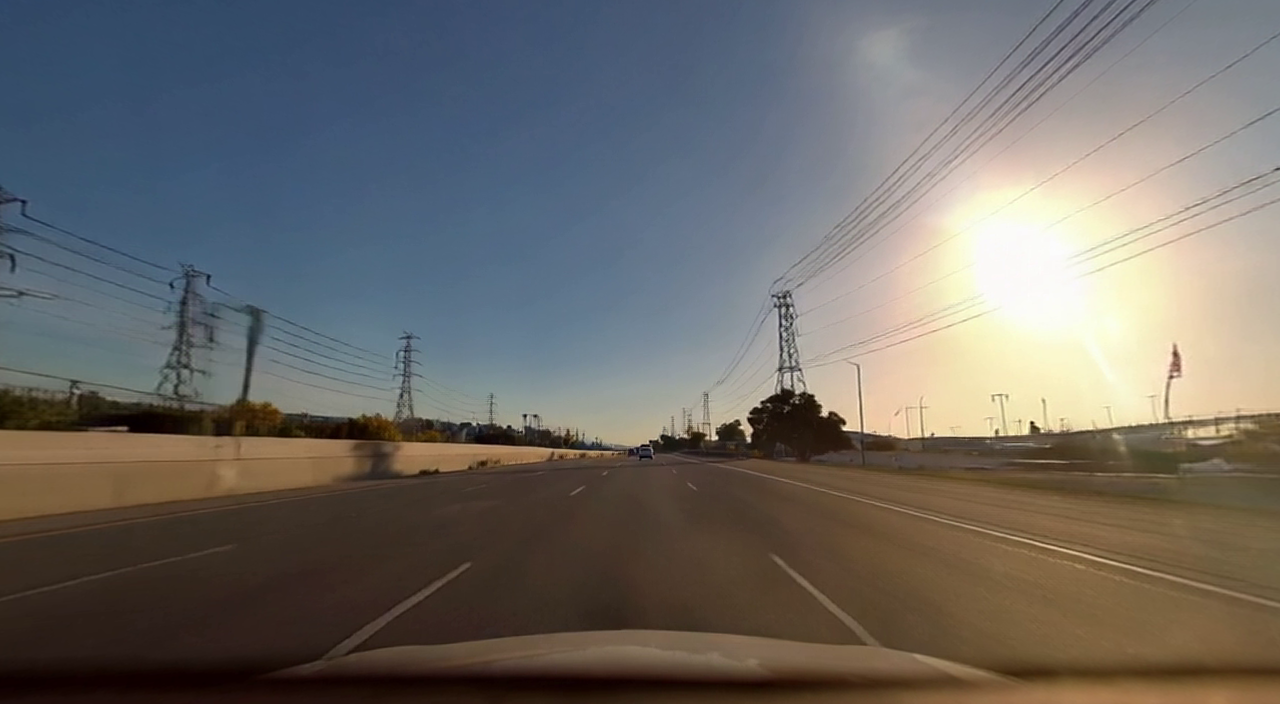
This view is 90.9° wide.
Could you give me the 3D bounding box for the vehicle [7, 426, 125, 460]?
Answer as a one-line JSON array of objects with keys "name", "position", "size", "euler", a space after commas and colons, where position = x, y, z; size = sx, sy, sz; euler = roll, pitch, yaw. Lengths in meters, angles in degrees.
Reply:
[{"name": "vehicle", "position": [-34.174, 5.533, 37.822], "size": [2.040, 1.871, 5.216], "euler": [-1, -10, 1]}]
